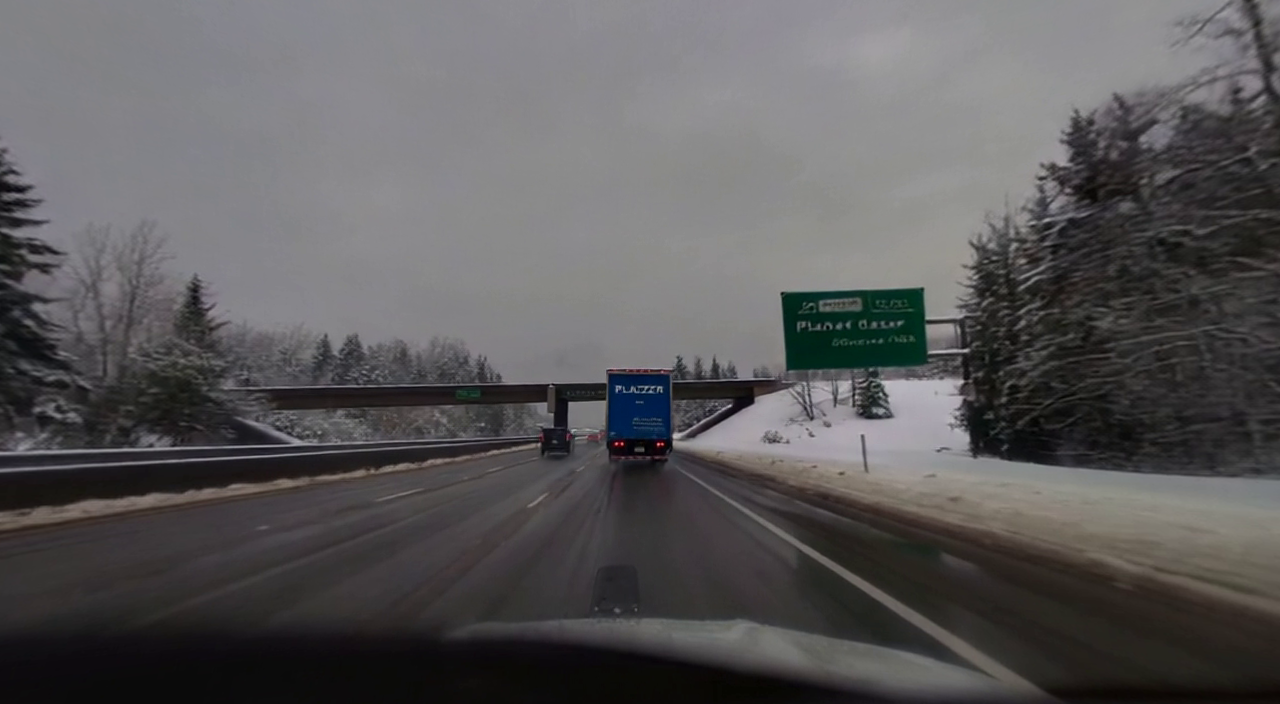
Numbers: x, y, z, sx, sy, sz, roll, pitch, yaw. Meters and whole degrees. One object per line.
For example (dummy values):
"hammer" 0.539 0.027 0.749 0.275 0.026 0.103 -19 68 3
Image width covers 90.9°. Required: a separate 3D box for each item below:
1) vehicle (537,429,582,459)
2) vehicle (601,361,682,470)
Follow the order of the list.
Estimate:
"vehicle" -4.859 5.604 38.553 2.198 1.712 4.655 0 -8 -1
"vehicle" -0.130 3.090 28.788 2.926 3.959 11.818 0 -8 -2
